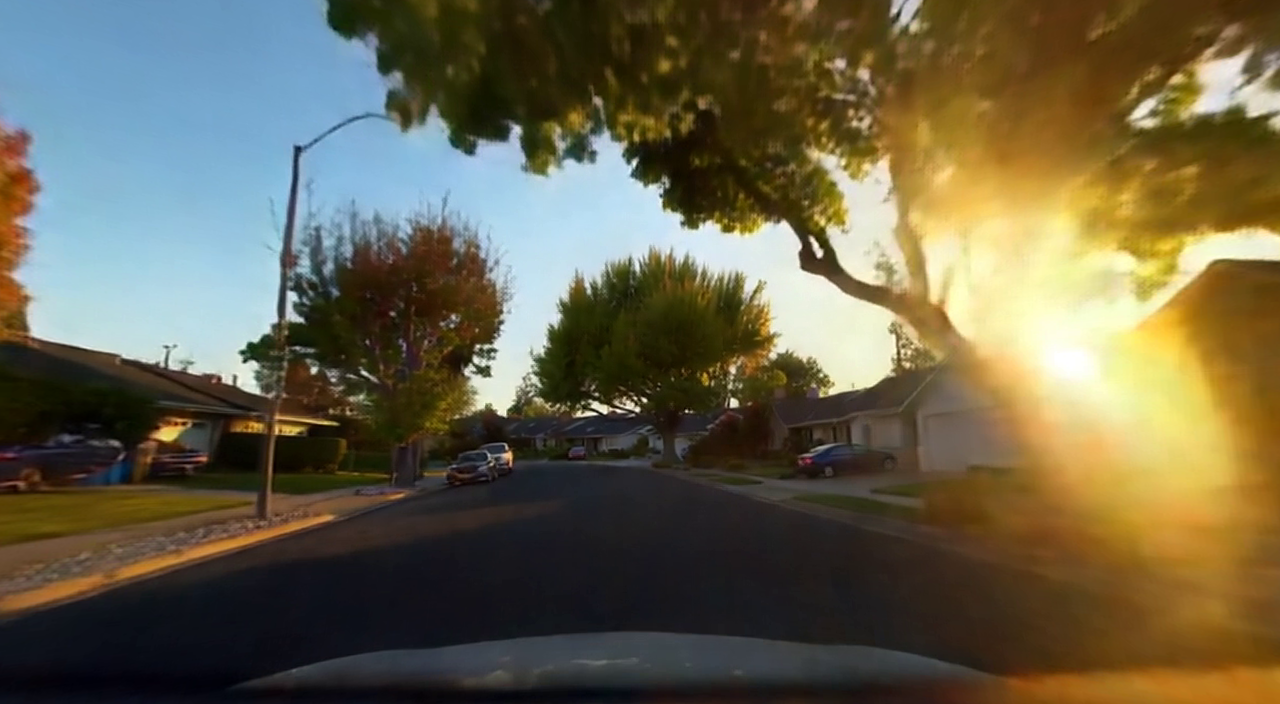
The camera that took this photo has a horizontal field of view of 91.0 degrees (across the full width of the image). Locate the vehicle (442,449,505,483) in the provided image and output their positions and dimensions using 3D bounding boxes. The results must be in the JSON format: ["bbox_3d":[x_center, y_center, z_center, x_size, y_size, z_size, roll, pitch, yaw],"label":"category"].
[{"bbox_3d":[-7.469,5.130,28.645,2.017,1.397,4.004,0,-9,-4],"label":"vehicle"}]
